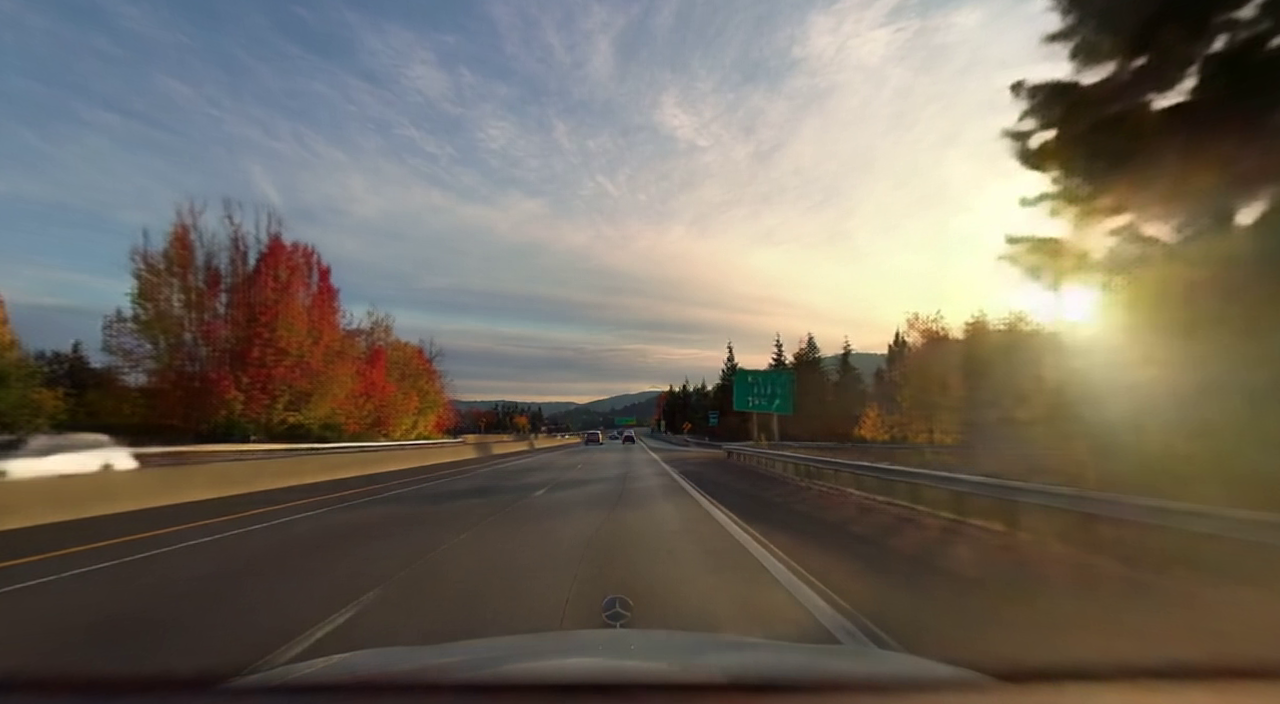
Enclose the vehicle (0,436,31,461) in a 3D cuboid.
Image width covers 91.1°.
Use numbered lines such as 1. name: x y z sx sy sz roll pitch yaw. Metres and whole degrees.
1. vehicle: -49.393 7.535 49.232 2.079 1.843 5.261 6 -10 -42
